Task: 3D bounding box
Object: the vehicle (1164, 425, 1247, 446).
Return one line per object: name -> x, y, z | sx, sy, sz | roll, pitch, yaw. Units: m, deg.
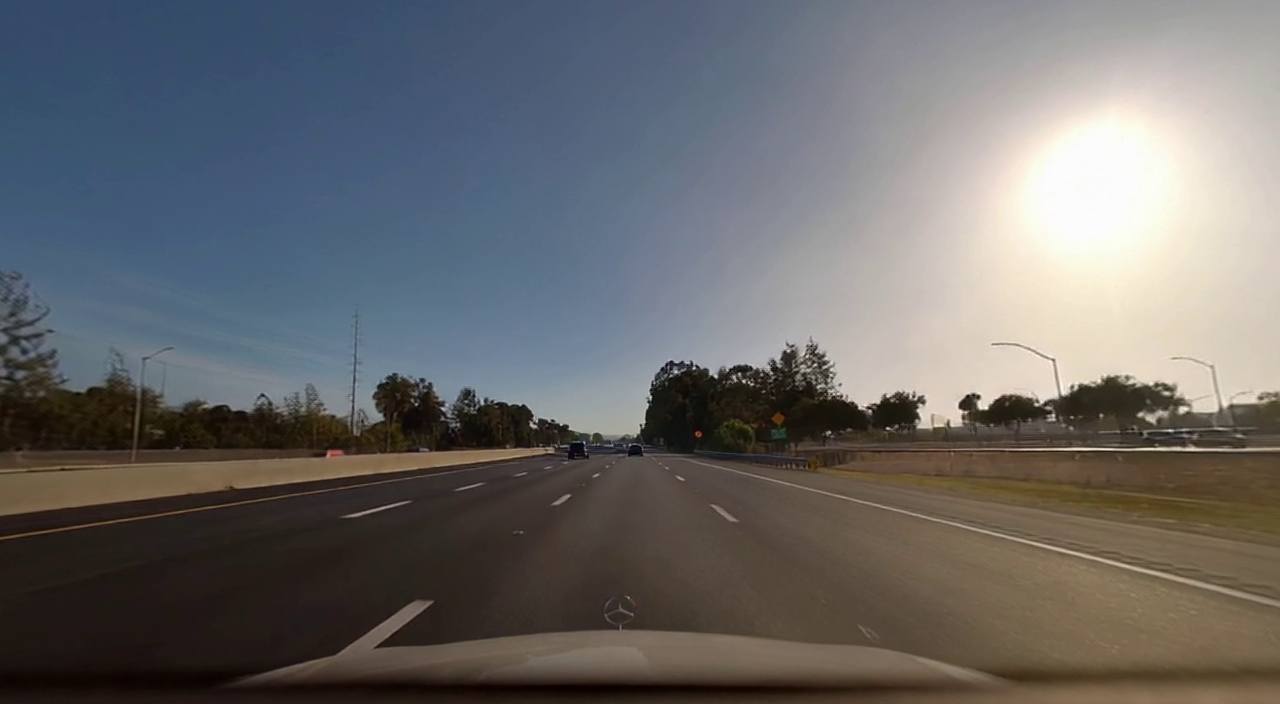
vehicle -> 43.664, 6.501, 48.873 | 1.905, 1.549, 4.375 | 6, -10, -36
